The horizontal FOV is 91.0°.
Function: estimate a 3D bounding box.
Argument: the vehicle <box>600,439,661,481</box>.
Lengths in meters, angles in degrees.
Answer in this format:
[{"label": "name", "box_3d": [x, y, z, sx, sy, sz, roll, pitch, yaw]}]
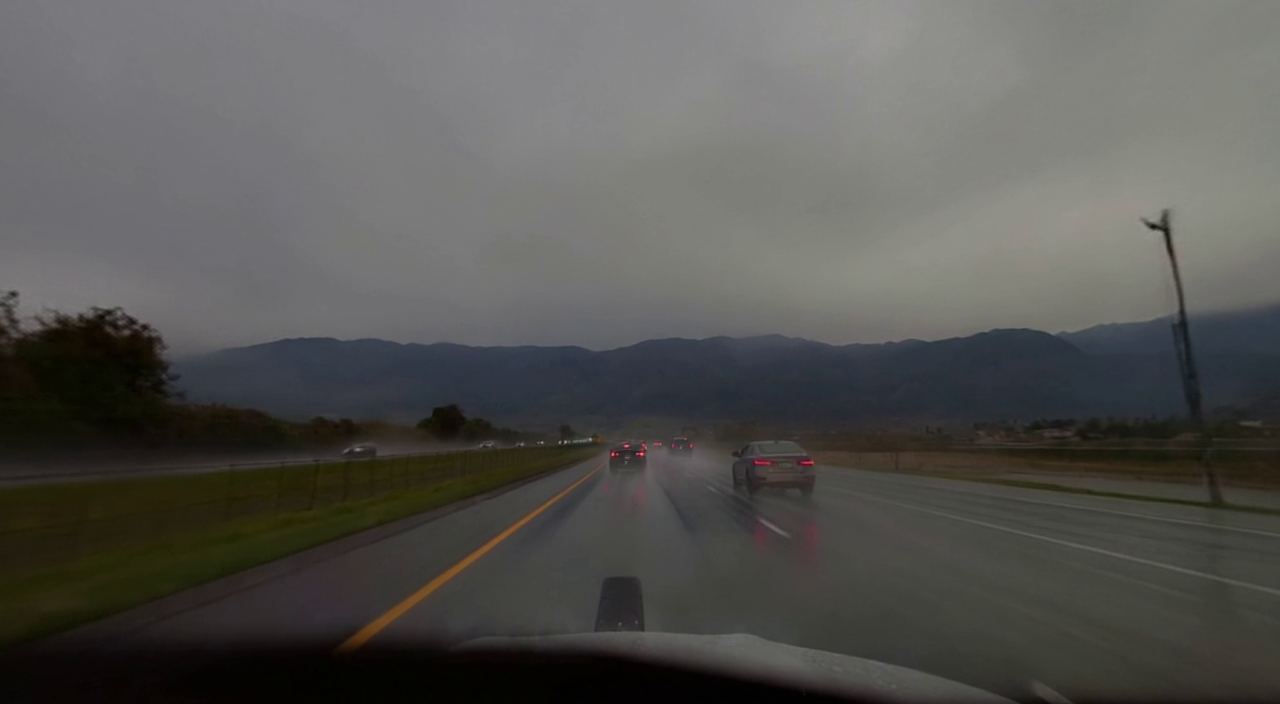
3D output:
[{"label": "vehicle", "box_3d": [-0.333, 4.014, 23.618, 2.085, 1.449, 3.860, 0, -8, 0]}]

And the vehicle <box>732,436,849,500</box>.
[{"label": "vehicle", "box_3d": [3.796, 3.007, 16.725, 1.957, 1.447, 4.241, 0, -8, -1]}]
